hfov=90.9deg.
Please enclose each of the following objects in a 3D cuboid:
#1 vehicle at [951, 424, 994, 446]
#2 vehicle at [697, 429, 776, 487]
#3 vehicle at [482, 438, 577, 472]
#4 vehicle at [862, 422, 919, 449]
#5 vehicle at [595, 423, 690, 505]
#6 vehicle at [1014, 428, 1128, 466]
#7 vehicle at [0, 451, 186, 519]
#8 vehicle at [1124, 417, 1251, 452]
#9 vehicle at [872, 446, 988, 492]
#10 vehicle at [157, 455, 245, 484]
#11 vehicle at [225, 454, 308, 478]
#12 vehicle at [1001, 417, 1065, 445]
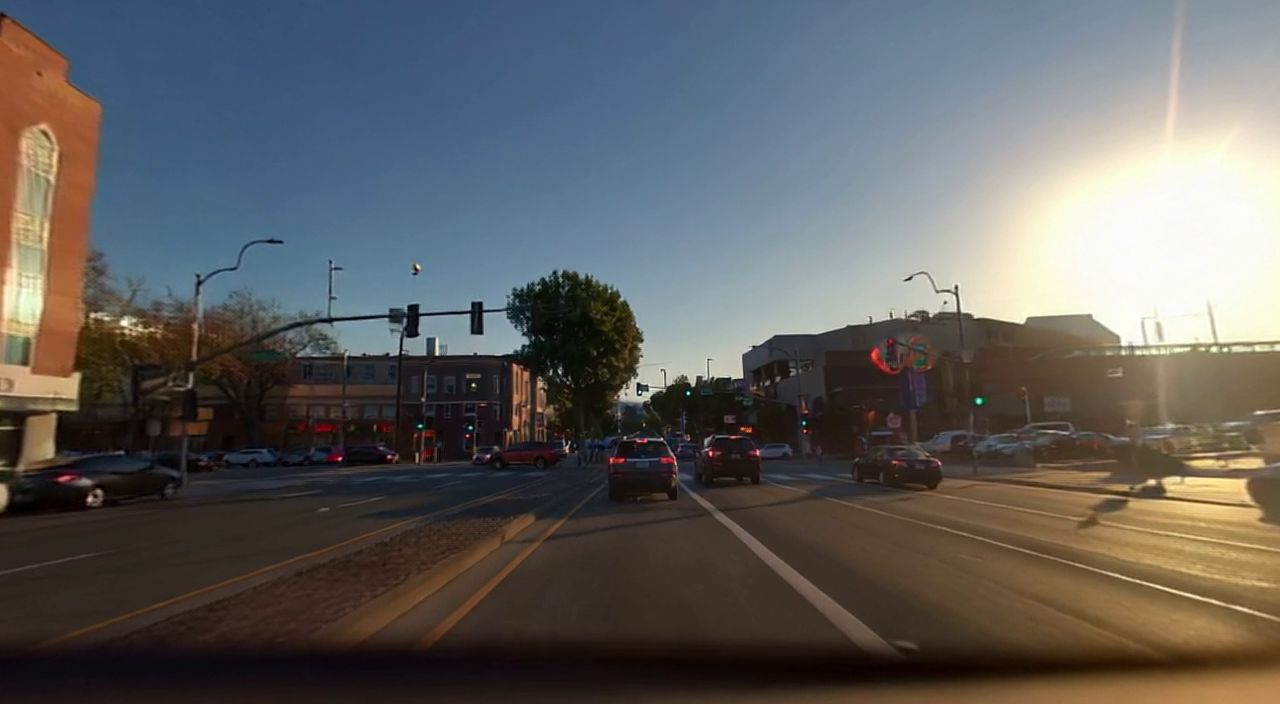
[{"bbox_3d":[24.672,6.151,46.885,1.422,1.496,3.318,1,-6,1],"label":"vehicle"},{"bbox_3d":[3.498,3.972,23.960,2.115,1.932,5.189,0,-8,-1],"label":"vehicle"},{"bbox_3d":[-6.272,5.877,36.130,4.827,1.856,2.291,-2,-8,13],"label":"vehicle"},{"bbox_3d":[18.792,6.316,47.597,2.123,1.884,5.170,0,-8,0],"label":"vehicle"},{"bbox_3d":[0.030,2.890,16.729,2.157,1.863,4.665,0,-8,0],"label":"vehicle"},{"bbox_3d":[19.037,4.256,28.163,1.735,1.417,4.476,-3,-9,-2],"label":"vehicle"},{"bbox_3d":[-15.927,3.693,18.164,2.096,1.416,4.885,1,-6,0],"label":"vehicle"},{"bbox_3d":[25.869,3.995,30.081,1.812,1.419,4.725,-3,-9,0],"label":"vehicle"},{"bbox_3d":[10.013,4.030,22.215,1.863,1.426,4.494,0,-8,-1],"label":"vehicle"},{"bbox_3d":[-27.138,7.264,39.125,3.892,1.541,2.031,4,-8,-13],"label":"vehicle"},{"bbox_3d":[-24.921,7.636,42.225,4.317,1.503,1.919,1,-8,-7],"label":"vehicle"},{"bbox_3d":[29.554,5.910,47.588,1.913,1.651,4.727,3,-3,2],"label":"vehicle"}]
